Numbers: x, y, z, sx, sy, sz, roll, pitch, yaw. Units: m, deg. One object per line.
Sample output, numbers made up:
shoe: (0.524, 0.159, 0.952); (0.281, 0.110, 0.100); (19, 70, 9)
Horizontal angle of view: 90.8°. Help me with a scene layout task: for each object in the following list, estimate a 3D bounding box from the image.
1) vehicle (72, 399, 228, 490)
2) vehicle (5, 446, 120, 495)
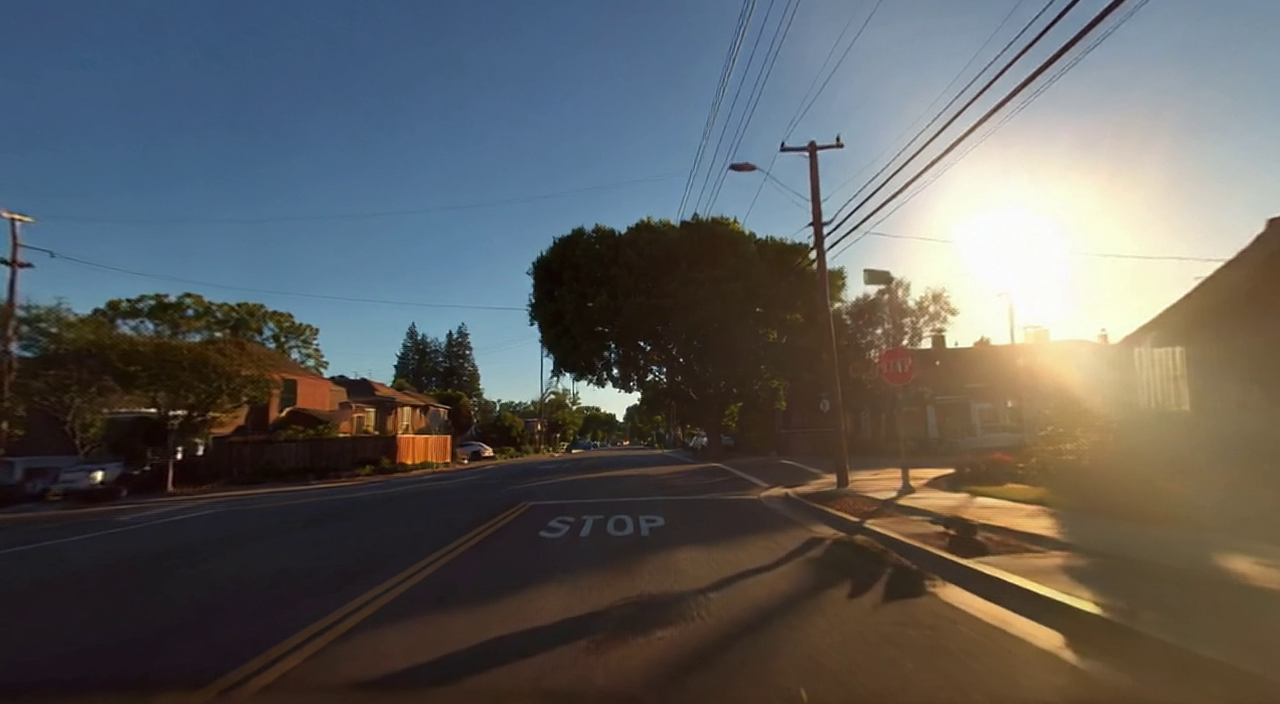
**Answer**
vehicle: (-20.187, 4.113, 26.787); (2.842, 3.181, 8.576); (5, -12, -22)
vehicle: (-23.667, 4.821, 26.119); (2.083, 1.802, 4.455); (4, -9, -24)
